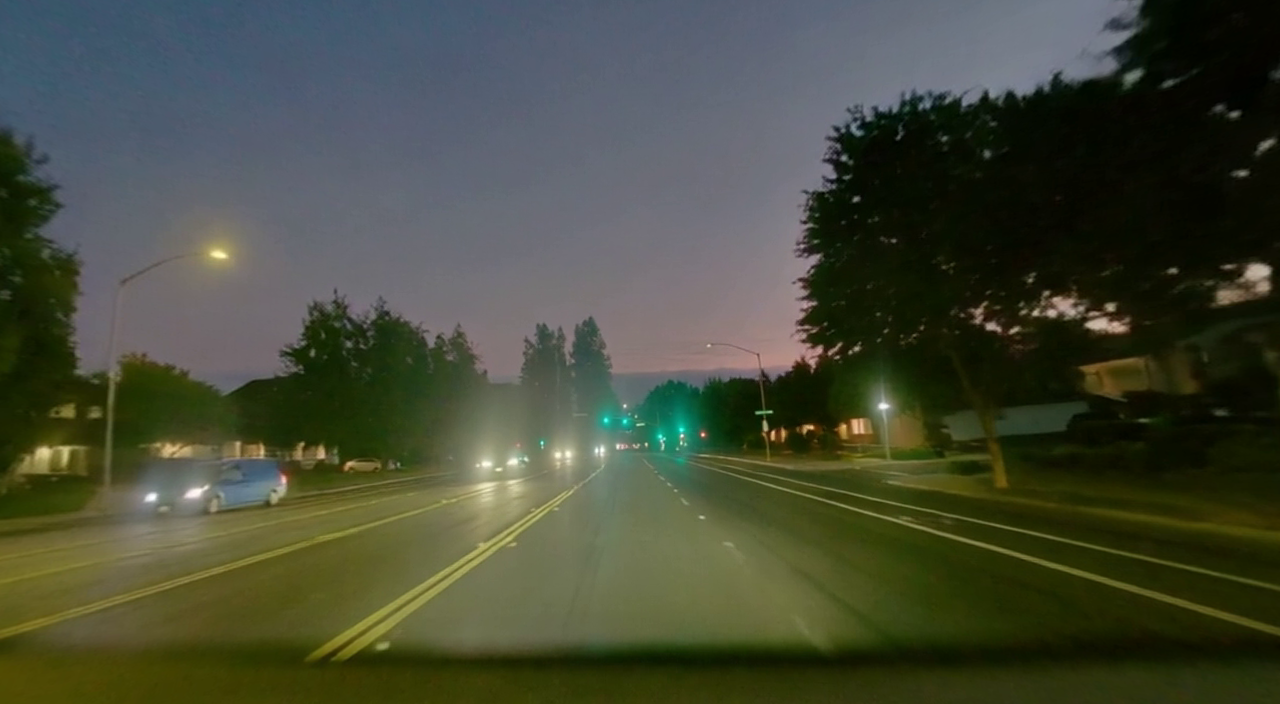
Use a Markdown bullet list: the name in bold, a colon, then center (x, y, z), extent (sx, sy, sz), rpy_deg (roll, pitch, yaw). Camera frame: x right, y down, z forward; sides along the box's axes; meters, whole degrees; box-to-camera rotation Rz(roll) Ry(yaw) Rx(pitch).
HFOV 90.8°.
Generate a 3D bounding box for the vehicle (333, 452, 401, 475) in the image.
- **vehicle**: center (-21.107, 8.612, 48.886), extent (4.354, 1.676, 1.905), rpy_deg (0, -9, -2)

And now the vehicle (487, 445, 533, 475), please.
- **vehicle**: center (-7.846, 6.538, 38.439), extent (1.958, 1.702, 4.386), rpy_deg (0, -8, -1)

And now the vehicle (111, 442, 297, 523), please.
- **vehicle**: center (-13.689, 4.073, 20.445), extent (2.346, 2.217, 5.290), rpy_deg (0, -9, -2)
